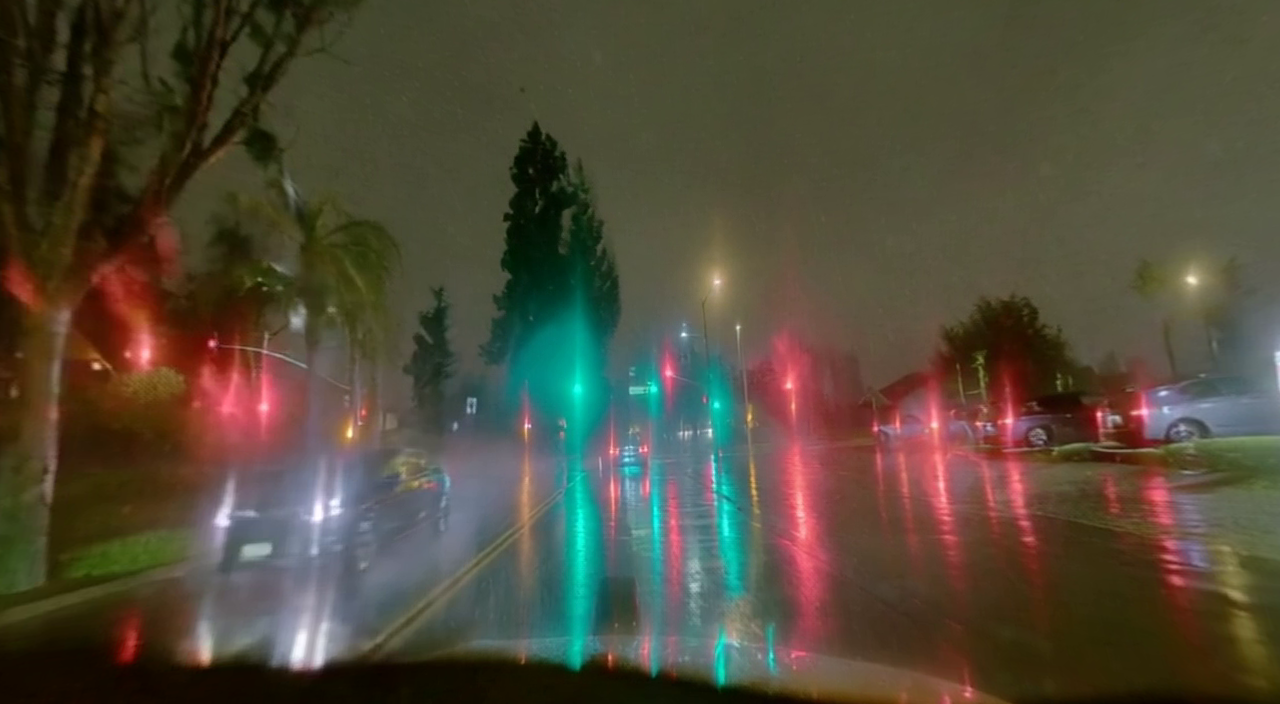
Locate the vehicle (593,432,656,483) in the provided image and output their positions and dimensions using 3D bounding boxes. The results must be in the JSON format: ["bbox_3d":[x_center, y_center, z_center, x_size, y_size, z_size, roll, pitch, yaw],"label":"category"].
[{"bbox_3d":[-0.511,3.875,23.357,2.142,1.686,3.816,-1,-8,0],"label":"vehicle"}]

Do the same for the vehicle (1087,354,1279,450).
[{"bbox_3d":[11.637,0.977,12.033,4.559,1.619,1.855,-3,-9,6],"label":"vehicle"}]

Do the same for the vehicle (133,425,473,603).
[{"bbox_3d":[-3.685,1.806,7.960,2.057,1.613,4.062,-1,-8,0],"label":"vehicle"}]
